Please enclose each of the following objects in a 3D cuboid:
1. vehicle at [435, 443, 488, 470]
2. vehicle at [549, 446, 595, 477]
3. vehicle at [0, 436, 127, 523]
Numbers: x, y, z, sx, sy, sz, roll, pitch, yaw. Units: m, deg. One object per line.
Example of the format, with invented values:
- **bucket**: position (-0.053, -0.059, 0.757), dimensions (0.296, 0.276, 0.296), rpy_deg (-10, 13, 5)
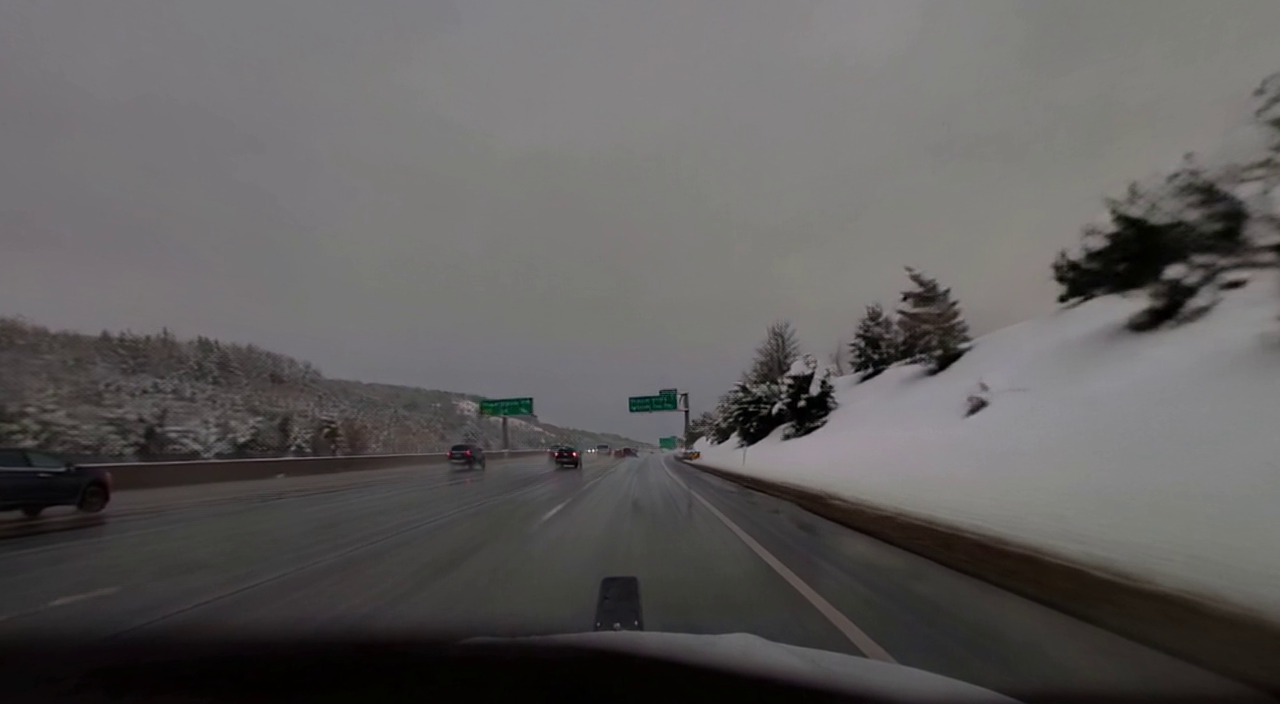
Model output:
- **vehicle**: position (-12.053, 7.067, 42.935), dimensions (2.076, 1.766, 4.831), rpy_deg (0, -8, 1)
- **vehicle**: position (-3.514, 5.738, 33.365), dimensions (1.931, 1.492, 4.076), rpy_deg (0, -8, 1)
- **vehicle**: position (-13.090, 2.480, 12.432), dimensions (2.035, 1.630, 4.527), rpy_deg (0, -8, 2)
